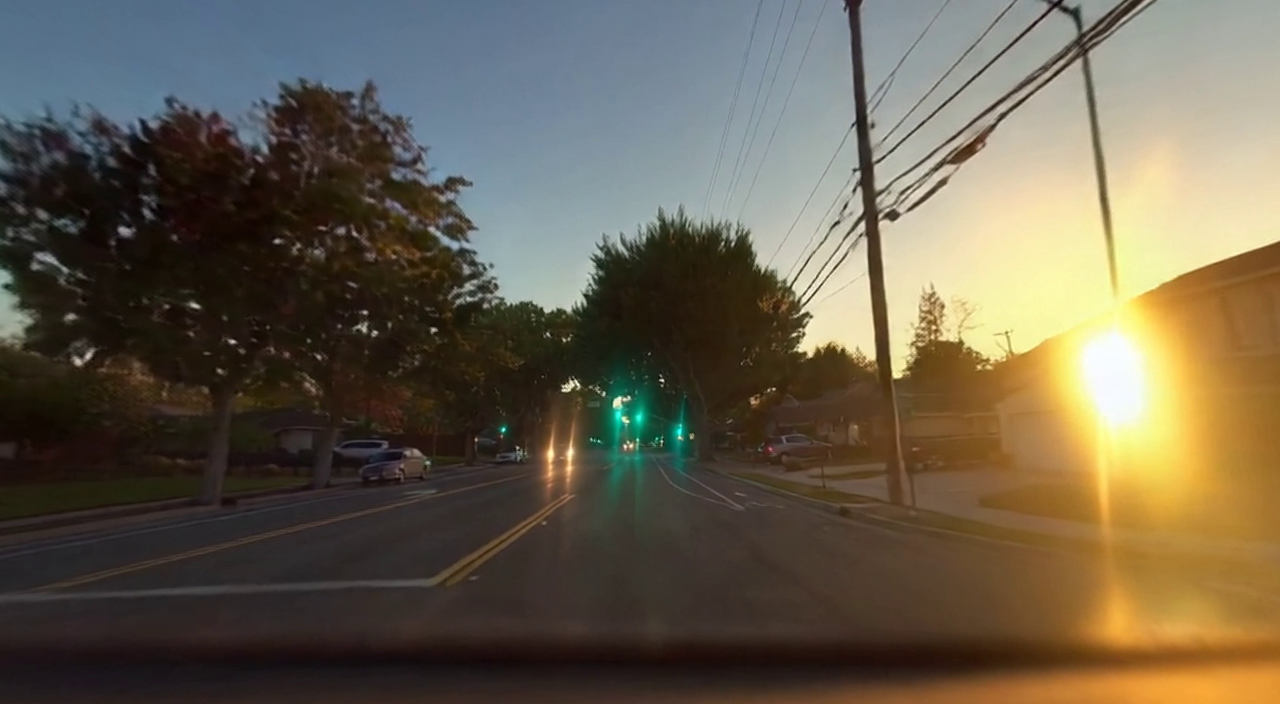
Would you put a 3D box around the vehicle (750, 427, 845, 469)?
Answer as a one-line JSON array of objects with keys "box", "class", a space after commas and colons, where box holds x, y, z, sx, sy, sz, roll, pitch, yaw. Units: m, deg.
[{"box": [9.602, 5.762, 38.462, 5.565, 2.036, 1.907, -1, -5, -26], "class": "vehicle"}]

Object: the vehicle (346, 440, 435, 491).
[{"box": [-11.332, 5.127, 29.130, 2.024, 1.795, 5.054, -10, -8, -3], "class": "vehicle"}]
